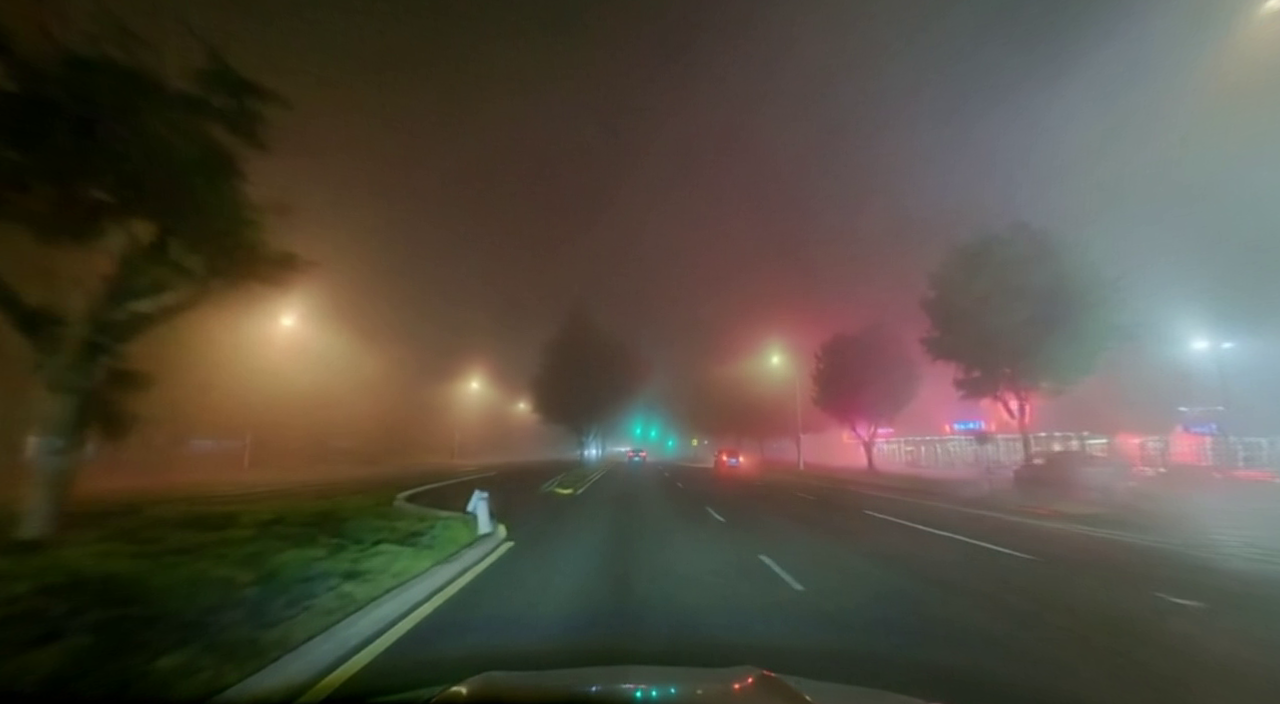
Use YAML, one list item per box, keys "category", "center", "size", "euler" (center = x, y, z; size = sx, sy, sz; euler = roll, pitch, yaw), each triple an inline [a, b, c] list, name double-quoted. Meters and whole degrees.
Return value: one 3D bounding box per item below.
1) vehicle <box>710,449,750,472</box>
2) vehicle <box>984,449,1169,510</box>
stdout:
- category: "vehicle"
  center: [6.295, 7.622, 44.579]
  size: [2.024, 1.475, 4.600]
  euler: [1, -9, -2]
- category: "vehicle"
  center: [13.482, 3.945, 19.730]
  size: [4.281, 1.719, 1.983]
  euler: [1, -9, 0]
